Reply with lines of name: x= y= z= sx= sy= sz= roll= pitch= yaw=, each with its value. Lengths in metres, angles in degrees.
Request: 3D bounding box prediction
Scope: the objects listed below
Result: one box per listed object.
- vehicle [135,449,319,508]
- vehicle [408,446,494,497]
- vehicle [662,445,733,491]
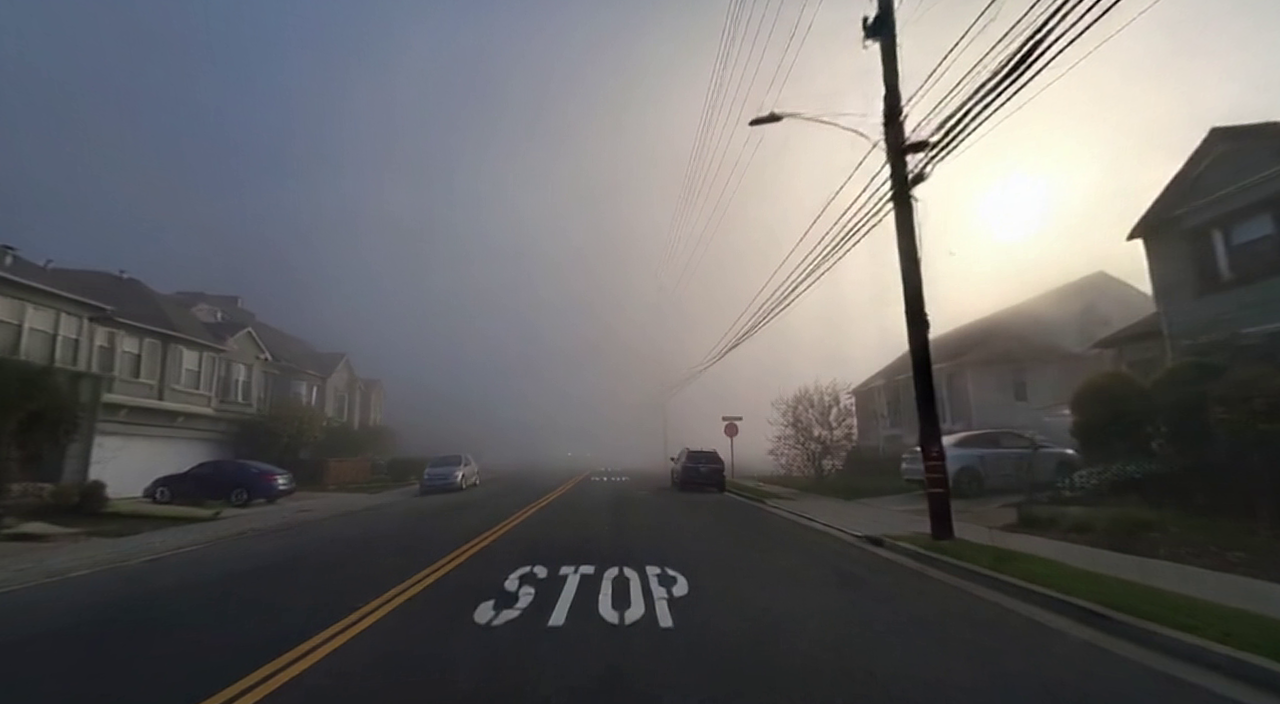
vehicle: x=-12.612 y=3.868 z=19.551 sx=4.266 sy=1.674 sz=1.933 roll=0 pitch=-9 yaw=-3
vehicle: x=-7.661 y=4.851 z=26.127 sx=2.156 sy=1.728 sz=4.619 roll=-2 pitch=-7 yaw=0
vehicle: x=2.044 y=4.263 z=23.646 sx=2.080 sy=1.531 sz=4.415 roll=0 pitch=-9 yaw=-2
